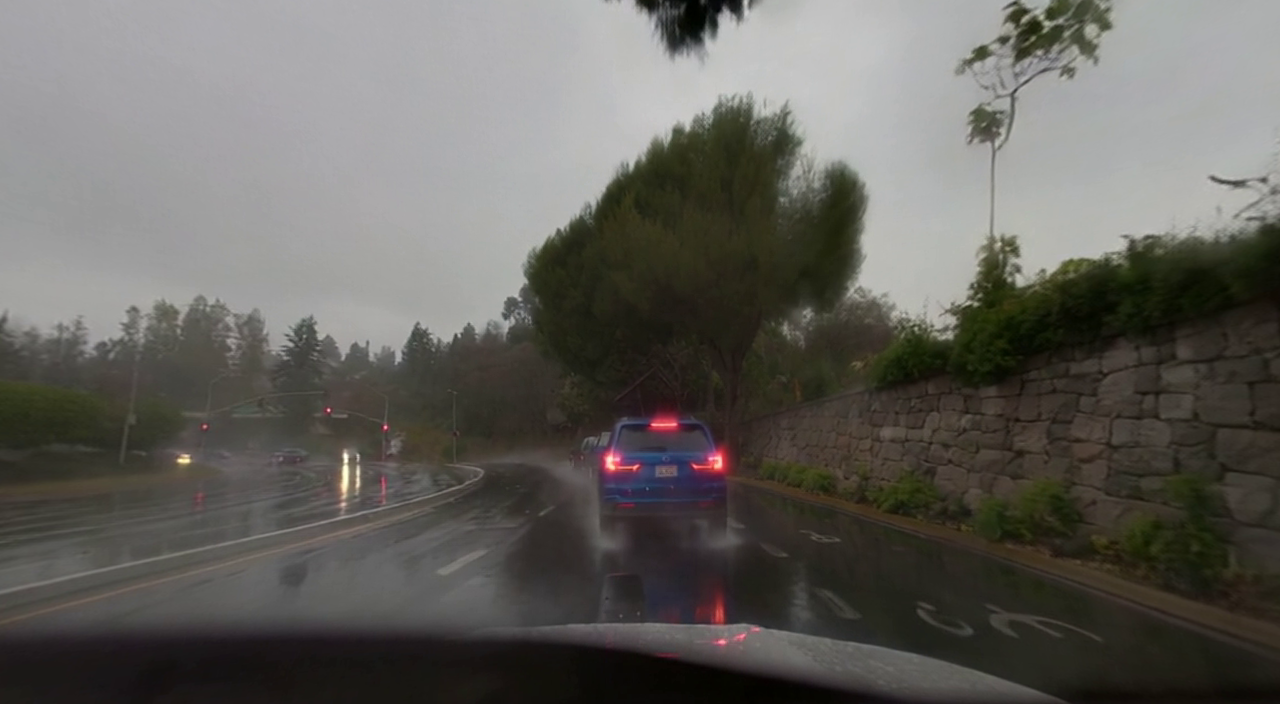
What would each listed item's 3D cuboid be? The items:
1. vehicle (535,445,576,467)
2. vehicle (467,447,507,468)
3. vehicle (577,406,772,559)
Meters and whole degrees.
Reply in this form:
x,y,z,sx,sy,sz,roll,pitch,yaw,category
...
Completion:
x,y,z,sx,sy,sz,roll,pitch,yaw,category
-6.295,7.618,46.489,1.932,1.488,4.578,3,-9,-21,vehicle
-11.284,7.705,46.325,2.023,1.474,4.286,4,-9,-24,vehicle
0.267,1.842,9.626,2.287,1.762,4.269,1,-8,-4,vehicle
